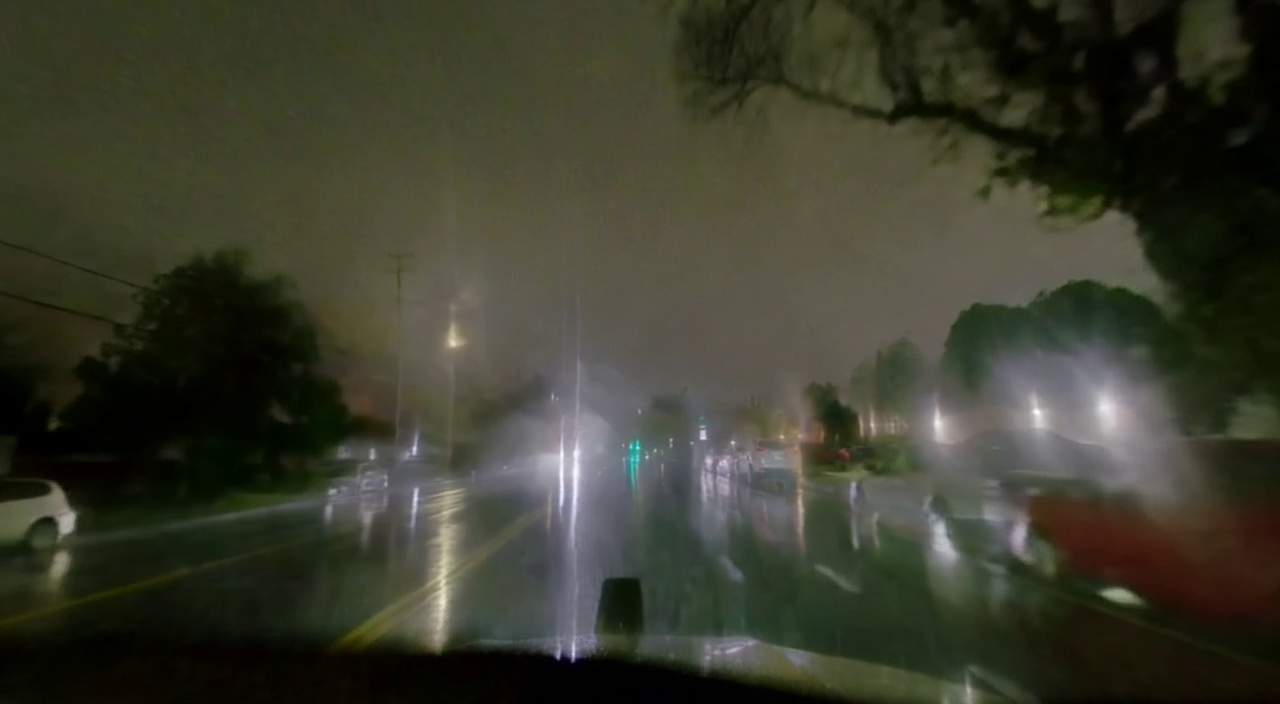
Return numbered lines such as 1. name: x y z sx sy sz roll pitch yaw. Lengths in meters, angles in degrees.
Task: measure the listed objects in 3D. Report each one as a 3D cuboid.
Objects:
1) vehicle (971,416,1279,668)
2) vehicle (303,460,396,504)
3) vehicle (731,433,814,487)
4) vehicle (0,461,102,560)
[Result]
1. vehicle: 4.839 1.287 4.692 1.933 1.511 5.086 0 -9 -1
2. vehicle: -12.626 5.634 27.771 1.972 1.475 4.503 -5 -9 -1
3. vehicle: 4.586 3.833 22.625 1.919 1.698 4.747 0 -9 0
4. vehicle: -12.518 3.000 11.468 2.156 1.692 4.046 -6 -8 -4
